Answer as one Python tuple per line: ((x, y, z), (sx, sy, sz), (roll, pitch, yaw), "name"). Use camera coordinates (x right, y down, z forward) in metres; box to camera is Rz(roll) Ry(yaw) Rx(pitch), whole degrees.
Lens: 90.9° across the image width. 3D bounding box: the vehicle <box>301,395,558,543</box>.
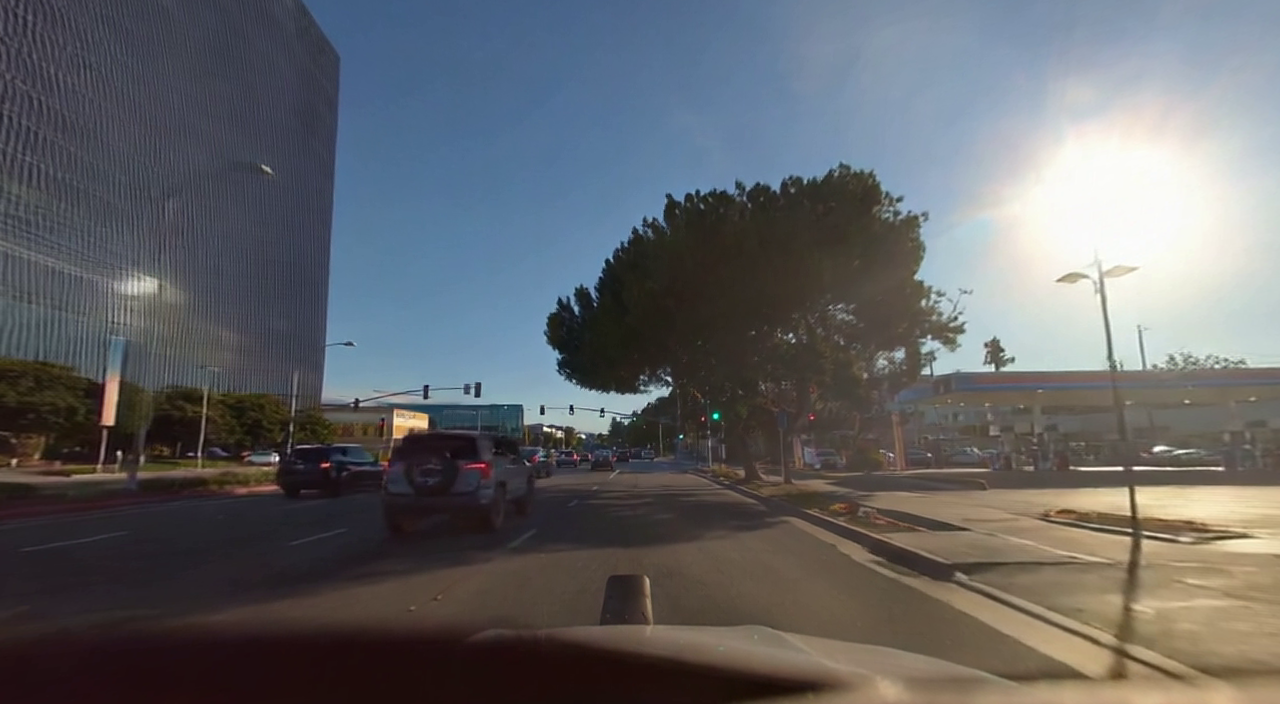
((-3.420, 2.155, 12.225), (2.602, 2.091, 6.347), (0, -9, 2), "vehicle")
